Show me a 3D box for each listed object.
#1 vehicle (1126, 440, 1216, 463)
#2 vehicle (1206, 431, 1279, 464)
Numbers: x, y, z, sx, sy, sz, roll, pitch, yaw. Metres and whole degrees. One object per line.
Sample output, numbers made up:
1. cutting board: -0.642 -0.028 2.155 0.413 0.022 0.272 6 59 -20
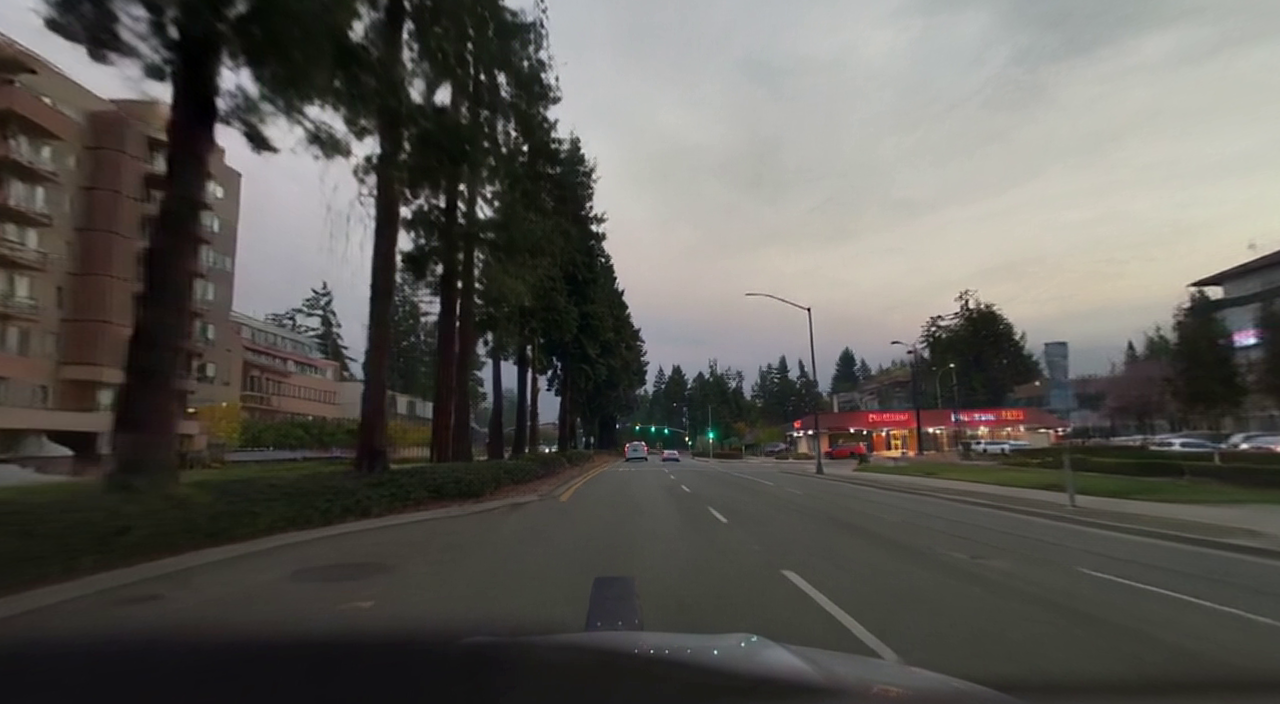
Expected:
1. vehicle: 40.351 7.525 48.138 1.962 1.620 4.755 5 -9 -29
2. vehicle: 34.772 5.239 34.863 2.094 1.741 4.669 4 -8 -29
